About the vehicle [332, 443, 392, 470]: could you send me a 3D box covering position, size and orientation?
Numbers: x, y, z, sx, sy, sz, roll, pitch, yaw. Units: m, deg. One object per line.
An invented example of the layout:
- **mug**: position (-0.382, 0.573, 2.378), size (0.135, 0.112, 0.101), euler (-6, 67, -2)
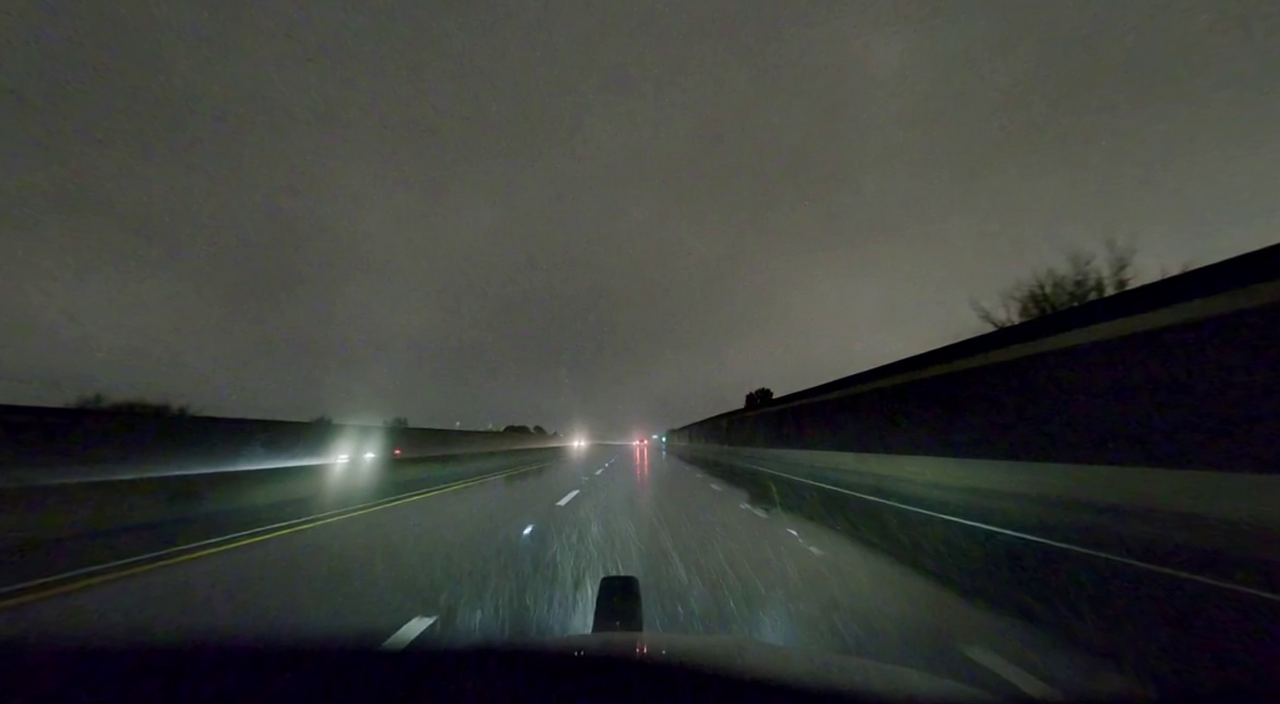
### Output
- **vehicle**: position (-15.984, 5.998, 36.404), size (1.828, 1.439, 3.737), euler (0, -8, -1)
